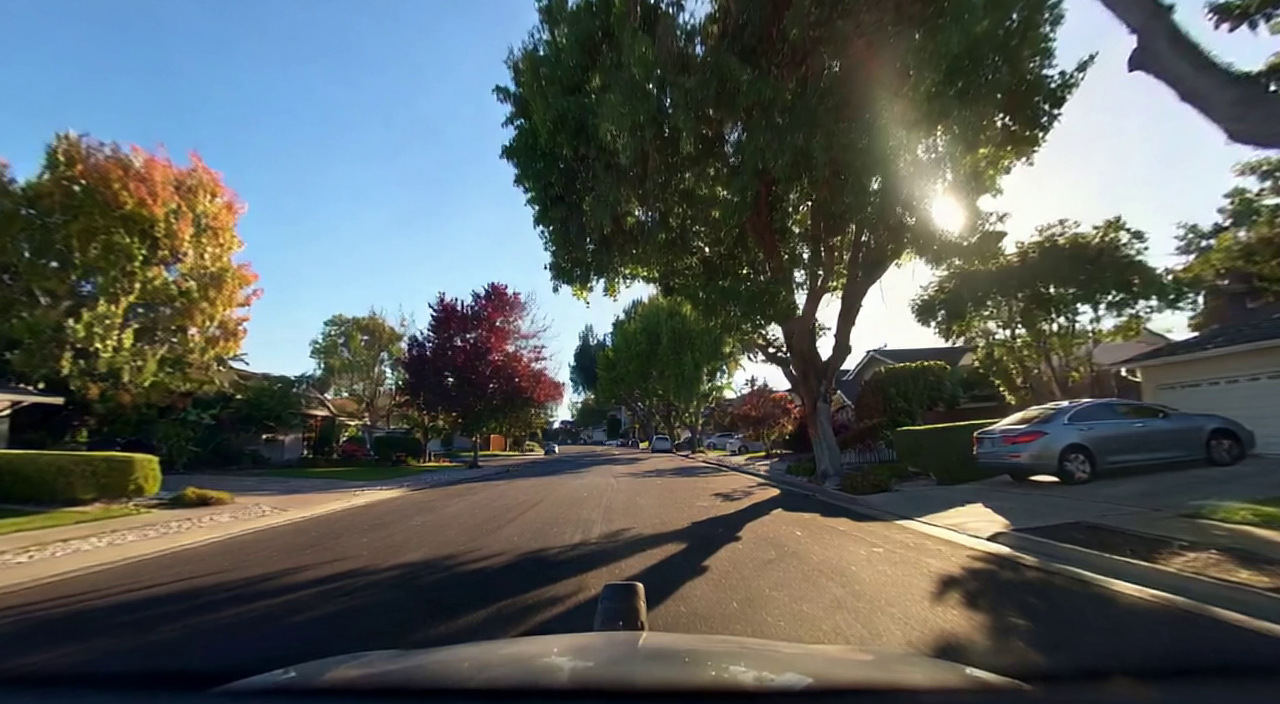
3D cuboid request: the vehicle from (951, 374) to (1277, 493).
[{"bbox_3d":[10.365,1.831,14.199,5.307,1.940,2.412,-5,-8,-4],"label":"vehicle"}]
